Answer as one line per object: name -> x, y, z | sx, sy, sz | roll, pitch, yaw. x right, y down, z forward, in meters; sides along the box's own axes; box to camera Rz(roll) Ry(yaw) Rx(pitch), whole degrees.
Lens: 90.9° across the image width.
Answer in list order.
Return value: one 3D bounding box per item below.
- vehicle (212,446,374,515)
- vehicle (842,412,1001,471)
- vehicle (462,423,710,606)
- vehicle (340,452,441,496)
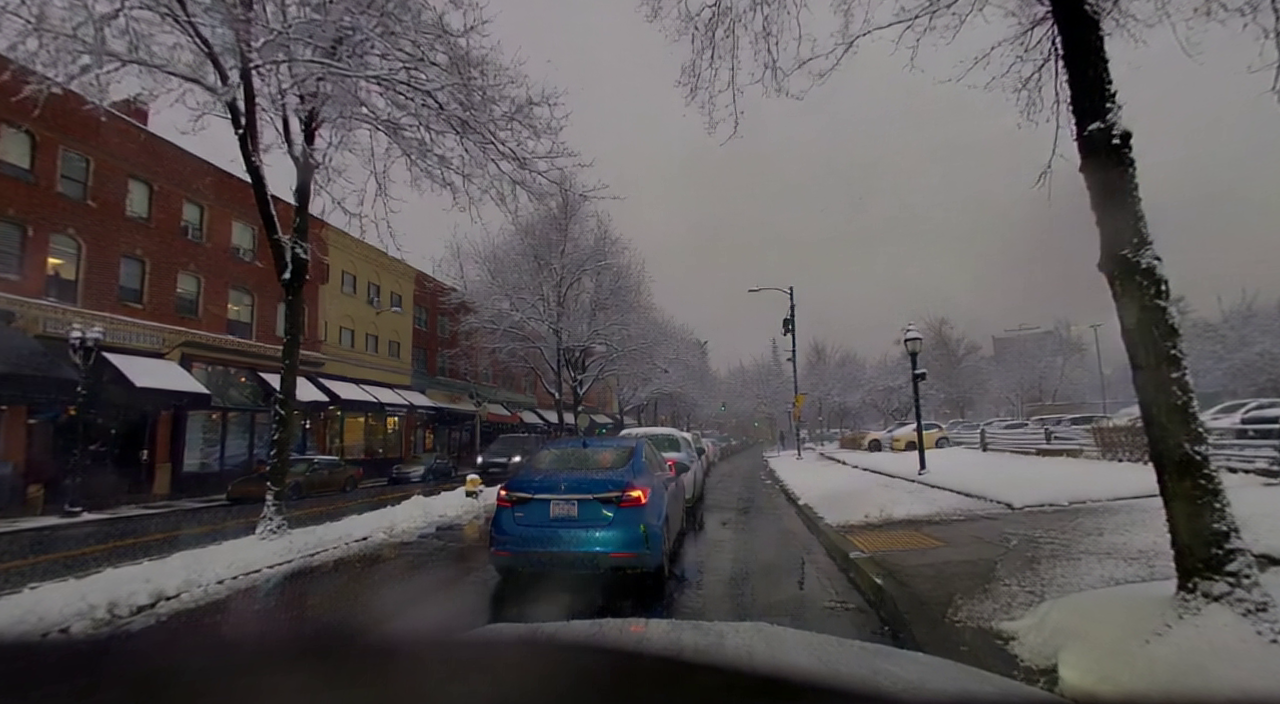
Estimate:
vehicle -> -11.005, 4.065, 20.585 | 2.081, 1.718, 5.342 | -6, -9, 3
vehicle -> 9.013, 2.831, 20.216 | 4.558, 1.528, 1.915 | 0, -8, -23
vehicle -> -0.271, 1.636, 7.290 | 1.939, 1.478, 3.922 | -2, -8, 9
vehicle -> -10.255, 5.029, 26.276 | 1.826, 1.432, 4.556 | -7, -9, 8
